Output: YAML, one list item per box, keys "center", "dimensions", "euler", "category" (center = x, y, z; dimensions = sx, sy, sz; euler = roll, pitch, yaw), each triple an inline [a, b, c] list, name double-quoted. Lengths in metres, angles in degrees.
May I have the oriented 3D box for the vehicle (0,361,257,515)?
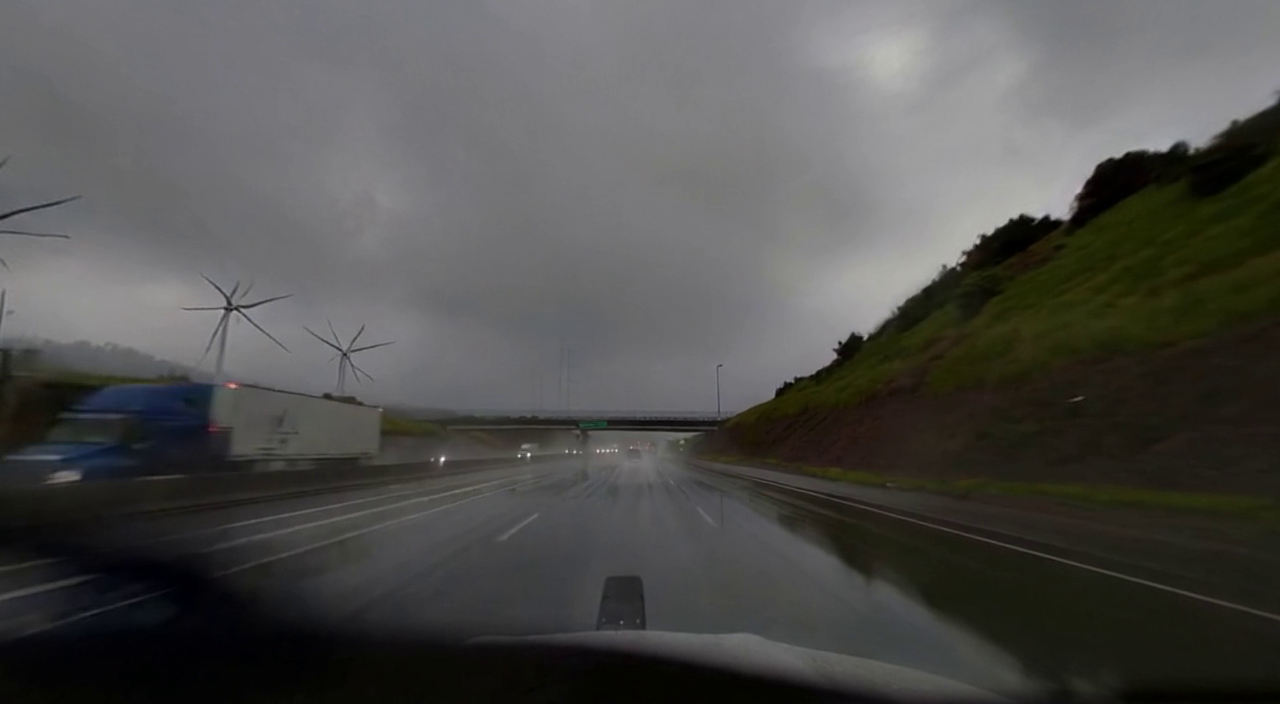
- center: [-15.561, 2.712, 19.773]
  dimensions: [3.154, 4.039, 6.070]
  euler: [0, -9, -1]
  category: "vehicle"
